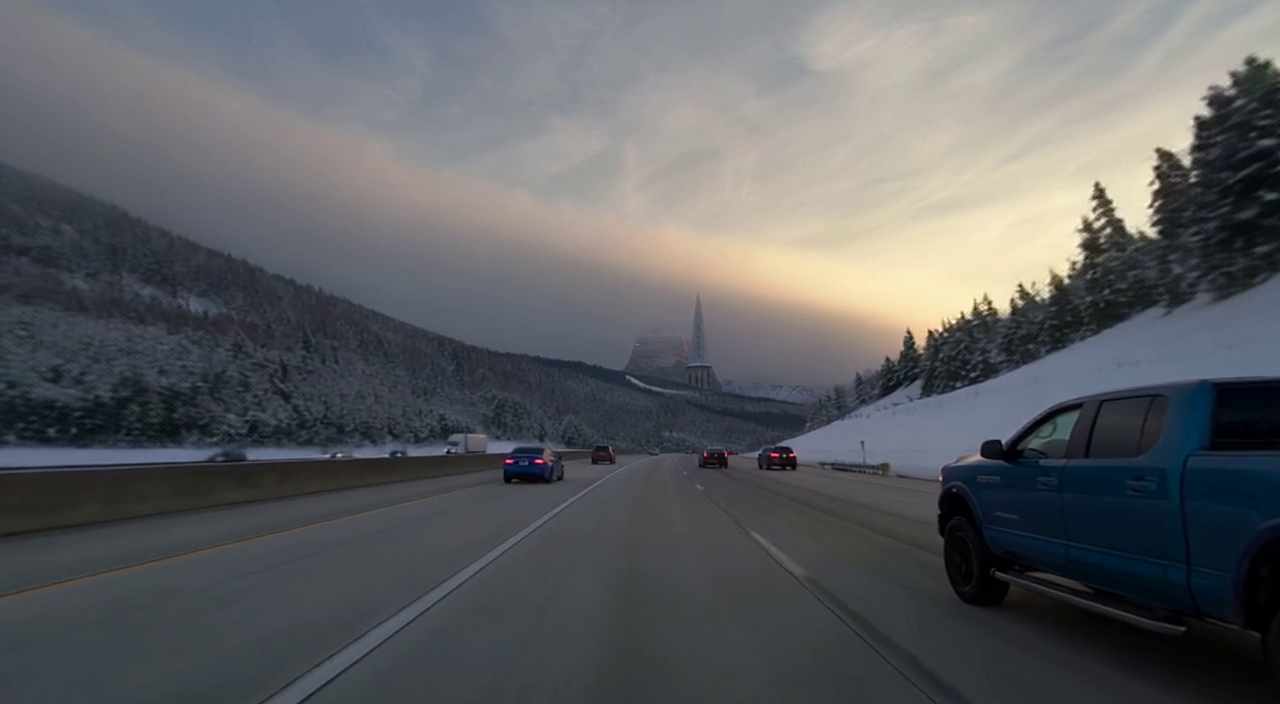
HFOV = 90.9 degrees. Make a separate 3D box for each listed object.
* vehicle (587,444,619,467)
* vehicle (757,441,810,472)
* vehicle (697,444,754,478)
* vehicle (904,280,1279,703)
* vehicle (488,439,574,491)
[{"bbox_3d":[-2.785,7.941,48.771,2.021,1.679,4.310,-1,-9,3],"label":"vehicle"},{"bbox_3d":[8.186,5.977,36.388,1.986,1.633,4.430,0,-9,0],"label":"vehicle"},{"bbox_3d":[3.923,5.057,29.586,2.046,1.471,4.333,0,-9,0],"label":"vehicle"},{"bbox_3d":[3.476,0.811,3.141,2.098,1.925,5.171,0,-9,1],"label":"vehicle"},{"bbox_3d":[-3.688,3.924,22.304,2.113,1.636,4.494,-1,-9,2],"label":"vehicle"}]
